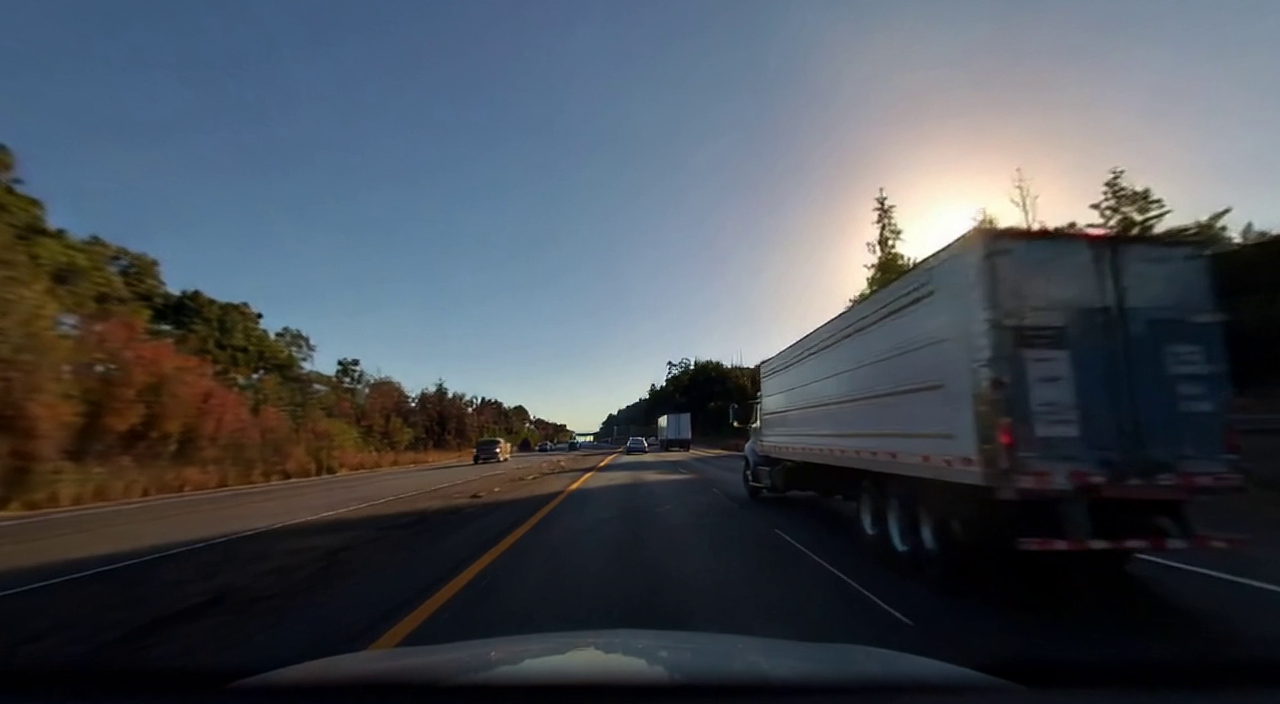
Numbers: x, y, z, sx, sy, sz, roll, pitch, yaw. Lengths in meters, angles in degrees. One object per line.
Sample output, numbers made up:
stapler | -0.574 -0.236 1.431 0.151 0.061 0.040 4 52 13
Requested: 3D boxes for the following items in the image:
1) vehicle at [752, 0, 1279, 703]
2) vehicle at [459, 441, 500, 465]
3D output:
vehicle | 3.966 0.149 6.337 2.919 4.004 13.911 0 -8 -1
vehicle | -11.571 7.270 45.613 1.890 1.614 4.227 0 -8 0
